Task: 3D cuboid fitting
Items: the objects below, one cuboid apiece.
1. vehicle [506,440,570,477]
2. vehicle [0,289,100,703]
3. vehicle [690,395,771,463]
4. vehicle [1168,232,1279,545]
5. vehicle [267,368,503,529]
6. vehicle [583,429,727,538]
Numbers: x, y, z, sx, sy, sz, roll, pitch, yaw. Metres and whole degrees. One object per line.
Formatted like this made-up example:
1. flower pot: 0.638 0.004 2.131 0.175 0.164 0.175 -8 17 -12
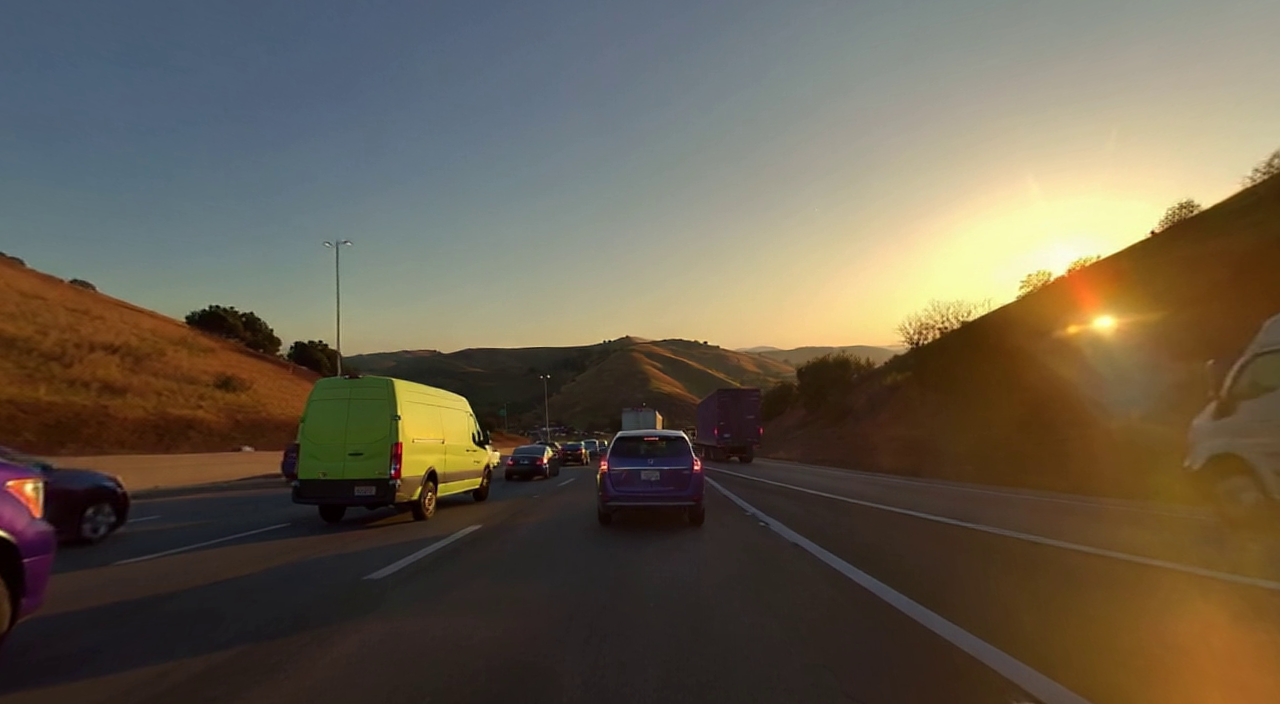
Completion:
1. vehicle: -4.422 4.679 28.004 2.007 1.457 4.447 0 -8 1
2. vehicle: -4.283 0.415 0.877 2.195 2.086 5.445 0 -8 0
3. vehicle: 6.334 6.038 47.807 2.989 4.277 16.586 0 -8 -3
4. vehicle: 11.132 -0.106 4.299 2.977 3.878 11.111 3 -9 -23
5. vehicle: -4.647 1.933 12.867 2.300 2.522 5.701 0 -8 1
6. vehicle: 0.166 2.128 10.834 2.003 1.499 3.930 0 -8 -1
